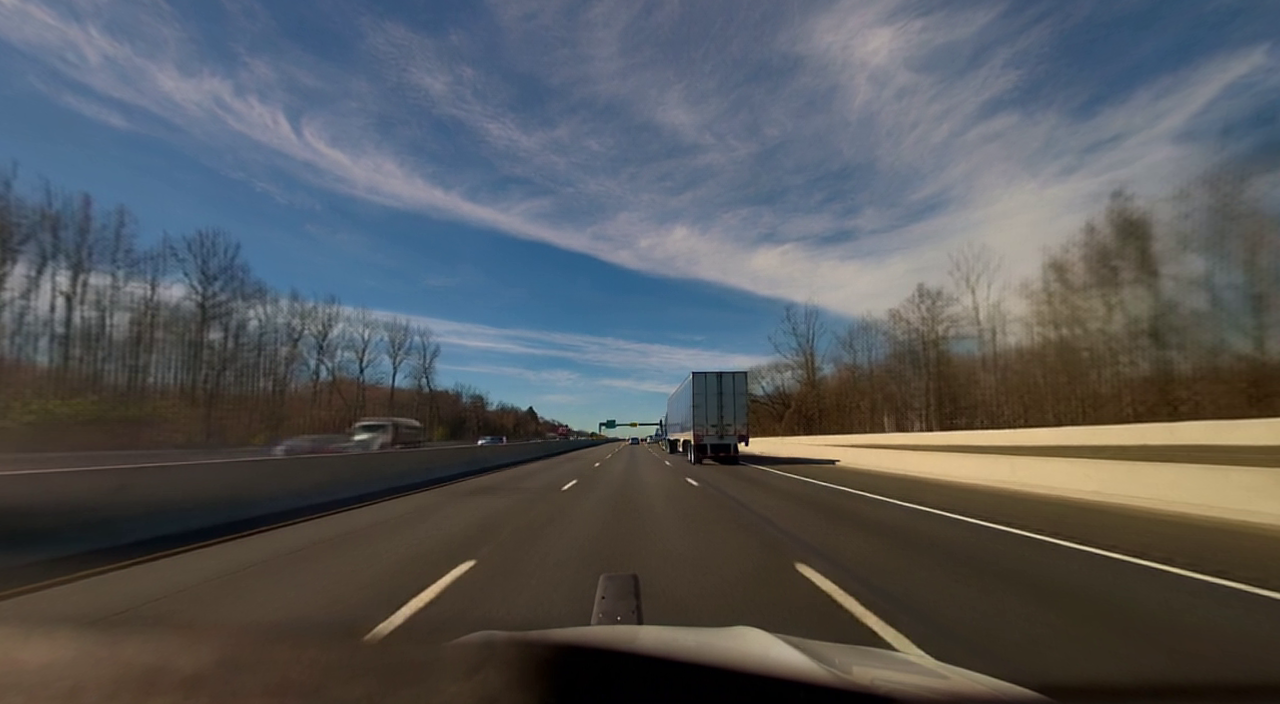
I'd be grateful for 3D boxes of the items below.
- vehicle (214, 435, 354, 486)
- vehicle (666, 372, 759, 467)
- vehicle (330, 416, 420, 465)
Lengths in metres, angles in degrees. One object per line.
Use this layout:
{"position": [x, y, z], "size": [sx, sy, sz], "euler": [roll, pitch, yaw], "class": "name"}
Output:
{"position": [-12.002, 3.640, 21.688], "size": [1.933, 1.543, 4.960], "euler": [0, -8, 0], "class": "vehicle"}
{"position": [3.480, 3.941, 35.269], "size": [2.979, 4.161, 15.508], "euler": [1, -7, -2], "class": "vehicle"}
{"position": [-15.741, 5.326, 37.944], "size": [2.333, 2.686, 7.040], "euler": [0, -8, 0], "class": "vehicle"}
